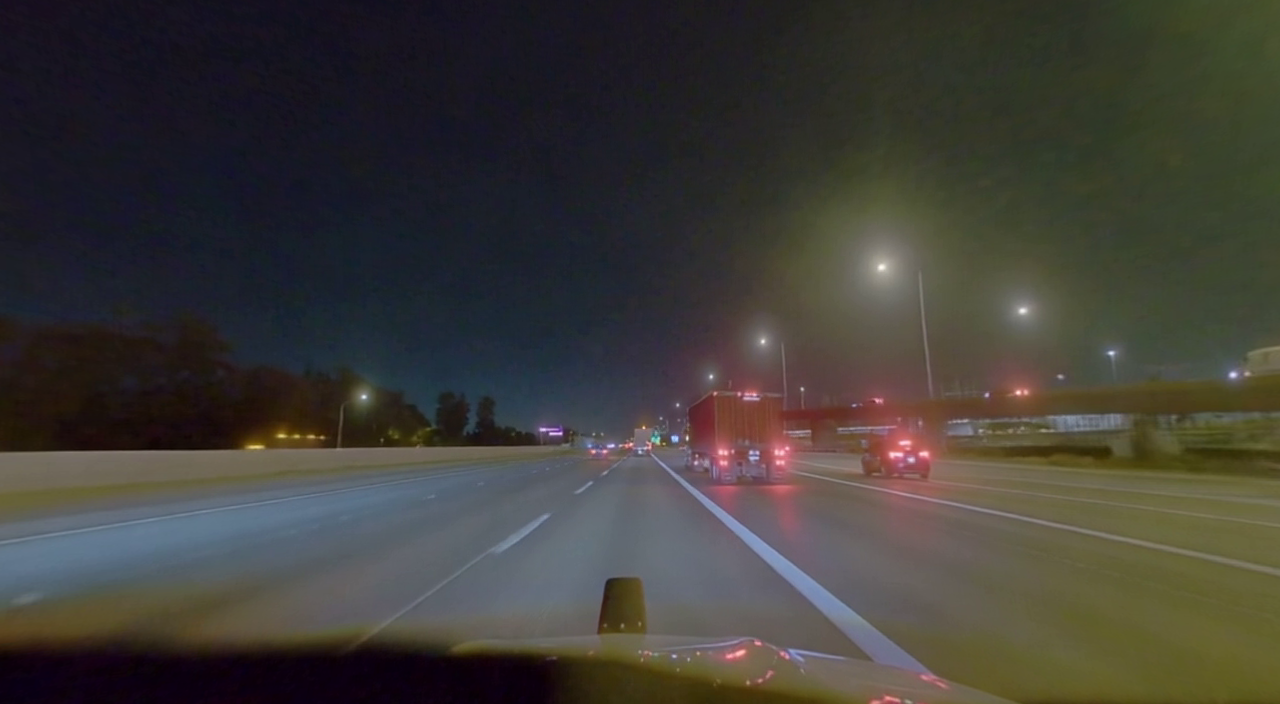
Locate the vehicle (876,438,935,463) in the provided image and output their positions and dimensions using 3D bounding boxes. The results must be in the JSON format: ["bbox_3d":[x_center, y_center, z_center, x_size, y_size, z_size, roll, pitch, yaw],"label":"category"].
[{"bbox_3d":[17.295,6.463,41.117,2.021,1.549,4.322,1,-9,0],"label":"vehicle"}]

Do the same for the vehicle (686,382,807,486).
[{"bbox_3d":[3.885,3.481,25.957,3.049,3.395,10.595,0,-8,0],"label":"vehicle"}]
